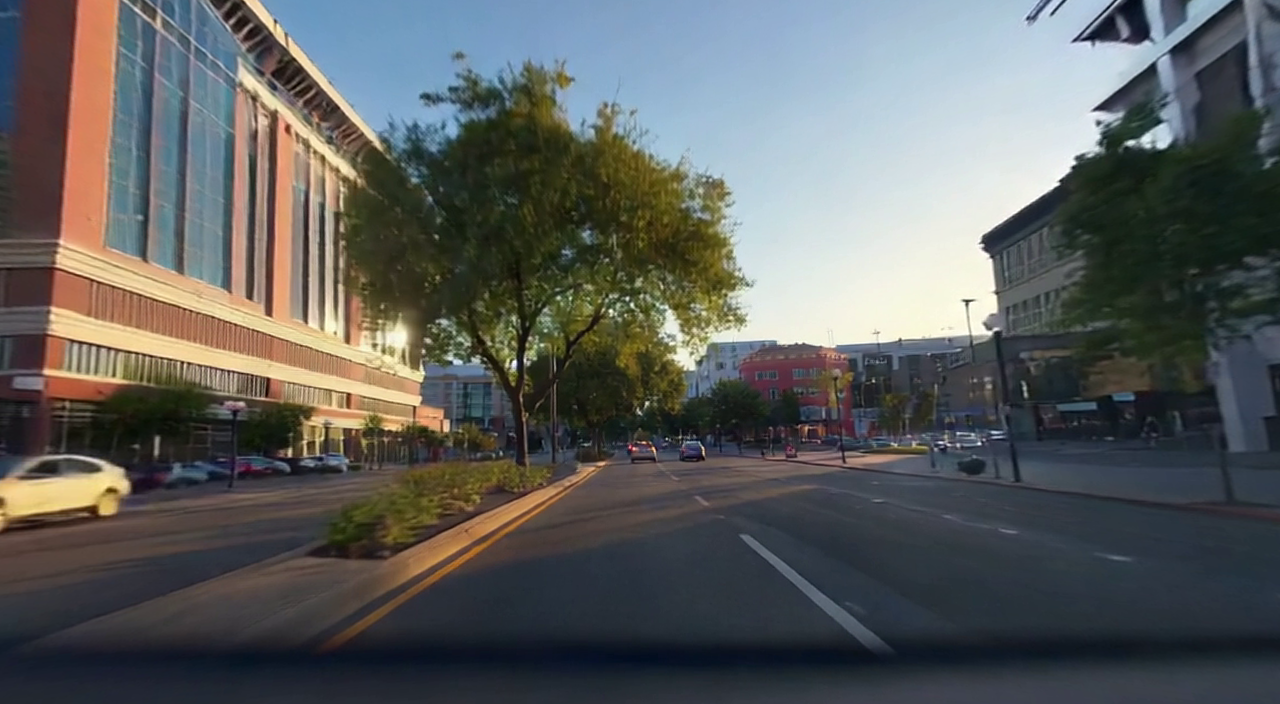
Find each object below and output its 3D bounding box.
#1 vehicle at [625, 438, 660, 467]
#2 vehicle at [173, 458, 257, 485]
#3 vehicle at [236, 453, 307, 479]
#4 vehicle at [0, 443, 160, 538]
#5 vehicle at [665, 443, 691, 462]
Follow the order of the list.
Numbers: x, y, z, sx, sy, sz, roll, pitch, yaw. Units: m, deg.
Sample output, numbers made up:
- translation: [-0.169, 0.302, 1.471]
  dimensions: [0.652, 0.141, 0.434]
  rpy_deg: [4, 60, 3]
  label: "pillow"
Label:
- translation: [0.131, 6.315, 39.863]
  dimensions: [2.100, 1.683, 4.231]
  rpy_deg: [0, -8, 0]
  label: "vehicle"
- translation: [-26.298, 7.371, 39.329]
  dimensions: [1.815, 1.470, 4.581]
  rpy_deg: [-1, -8, 4]
  label: "vehicle"
- translation: [-25.755, 7.978, 44.399]
  dimensions: [2.051, 1.644, 4.674]
  rpy_deg: [-1, -8, 1]
  label: "vehicle"
- translation: [-13.045, 2.862, 13.533]
  dimensions: [1.953, 1.778, 4.482]
  rpy_deg: [-1, -8, 0]
  label: "vehicle"
- translation: [2.939, 7.834, 49.427]
  dimensions: [1.685, 1.441, 3.795]
  rpy_deg: [0, -8, -1]
  label: "vehicle"
